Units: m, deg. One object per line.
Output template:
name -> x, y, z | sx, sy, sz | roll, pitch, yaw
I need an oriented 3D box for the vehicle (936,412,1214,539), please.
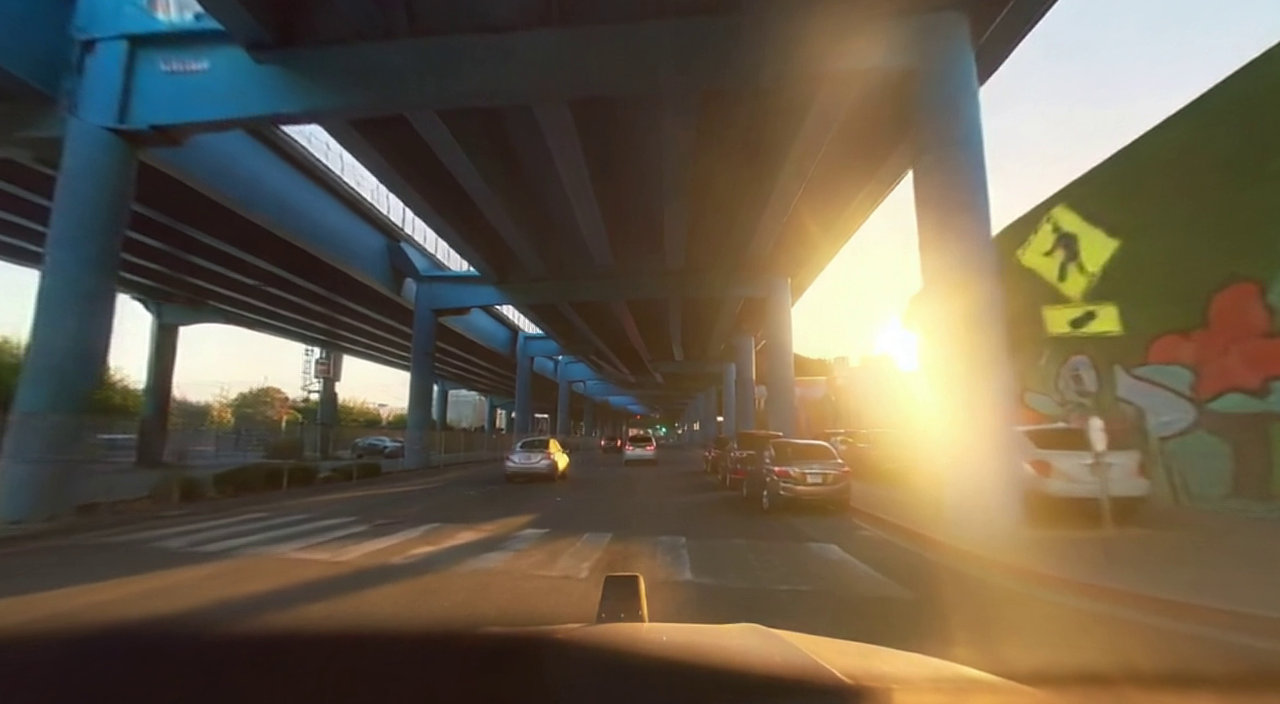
vehicle -> 7.583, 2.121, 11.742 | 2.275, 1.834, 4.294 | 1, -7, 3

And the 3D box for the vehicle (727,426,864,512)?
vehicle -> 3.204, 2.453, 13.916 | 1.983, 1.589, 4.010 | 0, -7, 0

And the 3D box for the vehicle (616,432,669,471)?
vehicle -> 0.141, 4.273, 27.368 | 2.155, 1.571, 3.734 | 0, -8, 1

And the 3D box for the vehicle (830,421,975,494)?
vehicle -> 7.657, 3.118, 19.111 | 2.175, 1.909, 4.953 | 0, -8, -1

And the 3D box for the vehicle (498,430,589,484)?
vehicle -> -2.925, 3.298, 20.230 | 2.024, 1.533, 4.549 | 0, -8, 2

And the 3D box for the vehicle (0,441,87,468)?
vehicle -> -32.812, 5.580, 34.545 | 3.461, 1.385, 1.552 | 4, -9, -24
